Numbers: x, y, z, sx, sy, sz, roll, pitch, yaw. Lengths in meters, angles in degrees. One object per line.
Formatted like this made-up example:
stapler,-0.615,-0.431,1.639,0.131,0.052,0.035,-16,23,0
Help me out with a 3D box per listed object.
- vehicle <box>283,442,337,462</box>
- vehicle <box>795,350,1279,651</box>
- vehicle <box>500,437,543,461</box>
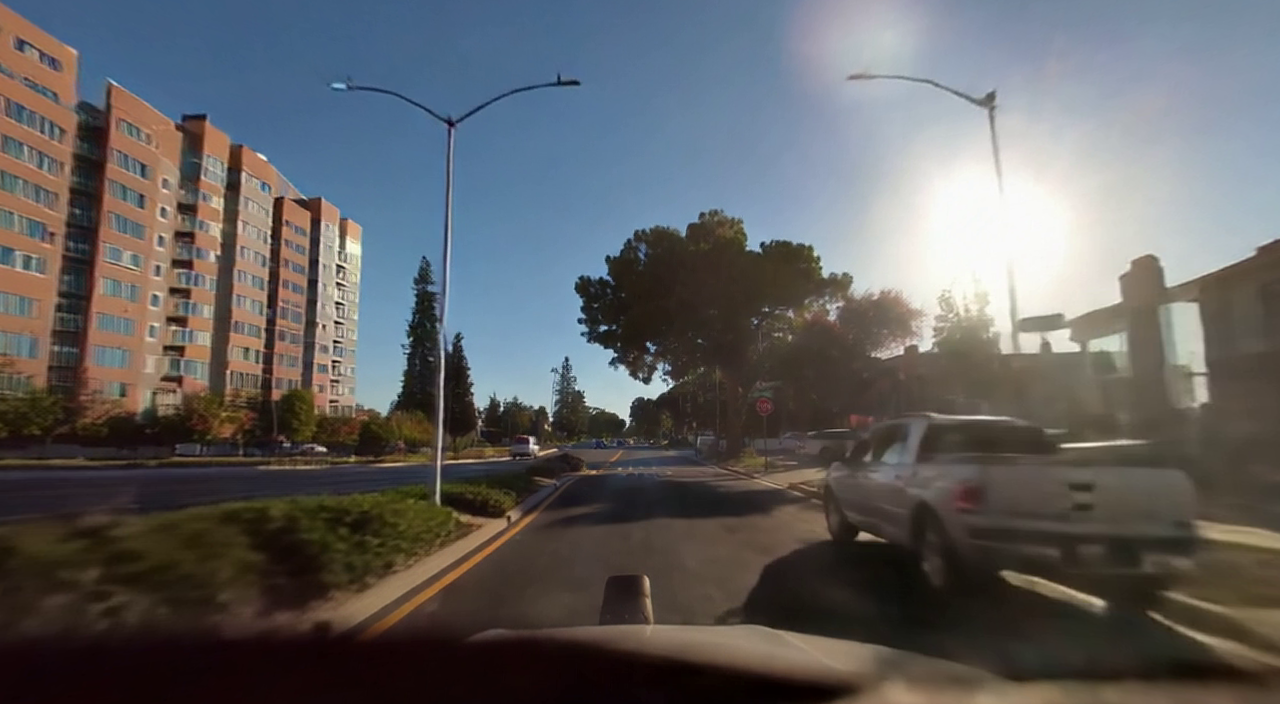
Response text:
vehicle,-26.061,7.919,49.912,1.811,1.467,4.508,-1,-8,1
vehicle,3.122,1.231,6.151,2.067,1.846,4.384,0,-8,0
vehicle,-8.103,6.665,43.483,2.024,1.532,3.863,-1,-8,4
